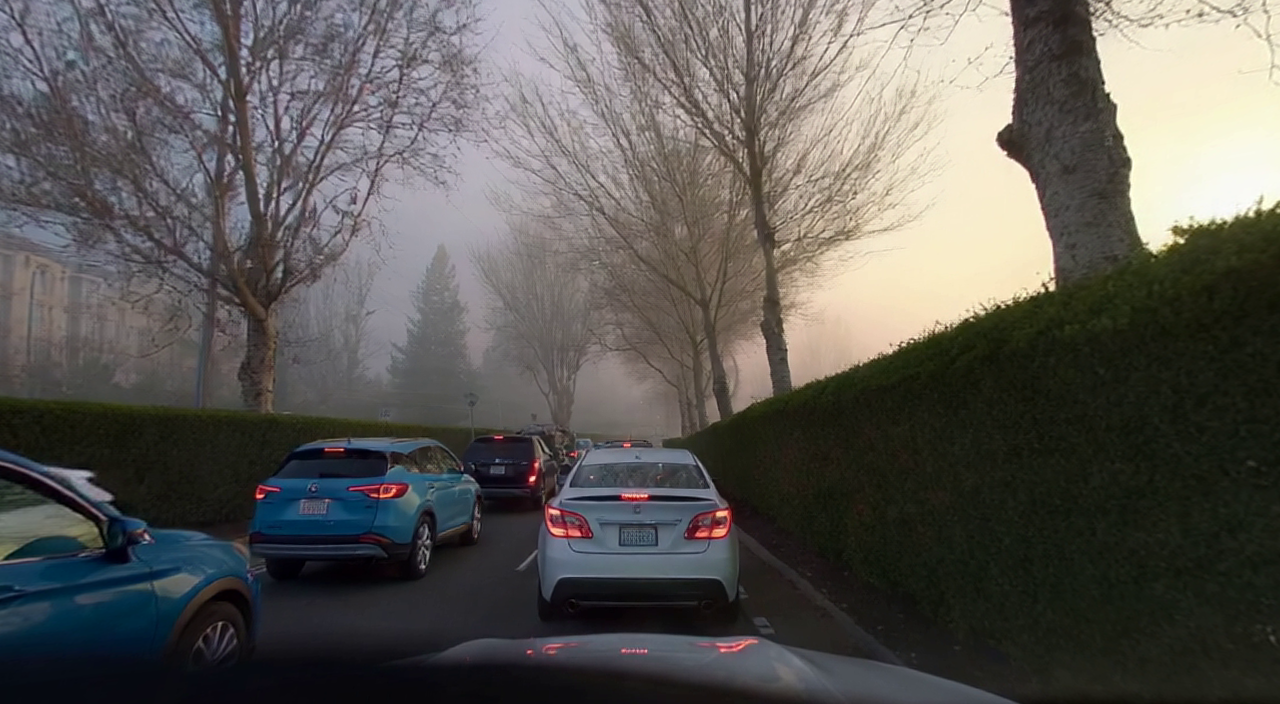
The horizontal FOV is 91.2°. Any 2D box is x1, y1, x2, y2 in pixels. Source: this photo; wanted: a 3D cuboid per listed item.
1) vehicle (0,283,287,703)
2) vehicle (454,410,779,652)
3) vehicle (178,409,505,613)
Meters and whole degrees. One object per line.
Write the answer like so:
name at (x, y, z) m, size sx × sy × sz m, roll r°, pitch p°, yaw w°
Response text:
vehicle at (-3.285, 0.682, 1.263) m, size 2.205 × 1.913 × 5.327 m, roll -6°, pitch -8°, yaw -2°
vehicle at (-0.177, 1.503, 6.244) m, size 2.154 × 1.581 × 4.007 m, roll 0°, pitch -9°, yaw -1°
vehicle at (-3.416, 1.860, 8.331) m, size 2.256 × 1.728 × 4.421 m, roll -6°, pitch -8°, yaw -2°
